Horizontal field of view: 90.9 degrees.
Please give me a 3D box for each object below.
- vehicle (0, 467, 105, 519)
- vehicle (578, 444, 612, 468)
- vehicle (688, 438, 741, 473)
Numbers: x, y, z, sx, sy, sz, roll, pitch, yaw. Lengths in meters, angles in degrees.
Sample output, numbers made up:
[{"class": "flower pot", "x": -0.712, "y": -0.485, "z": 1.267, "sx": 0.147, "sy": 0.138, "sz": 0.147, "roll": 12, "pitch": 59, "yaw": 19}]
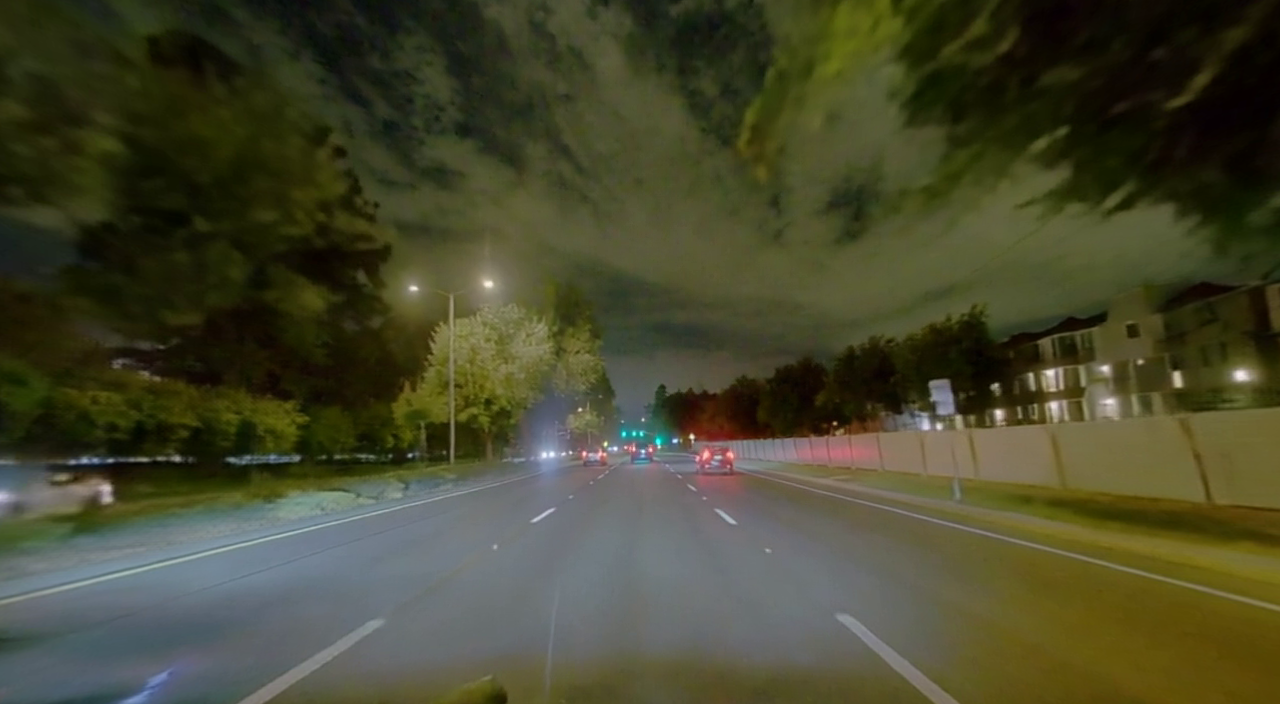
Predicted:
[{"class": "vehicle", "x": -21.088, "y": 4.683, "z": 21.037, "sx": 1.960, "sy": 1.492, "sz": 5.090, "roll": 0, "pitch": -9, "yaw": 1}, {"class": "vehicle", "x": -2.981, "y": 6.961, "z": 42.392, "sx": 1.940, "sy": 1.473, "sz": 4.133, "roll": 0, "pitch": -9, "yaw": 1}, {"class": "vehicle", "x": 3.831, "y": 5.400, "z": 33.069, "sx": 2.182, "sy": 1.688, "sz": 4.187, "roll": 0, "pitch": -9, "yaw": -1}]
